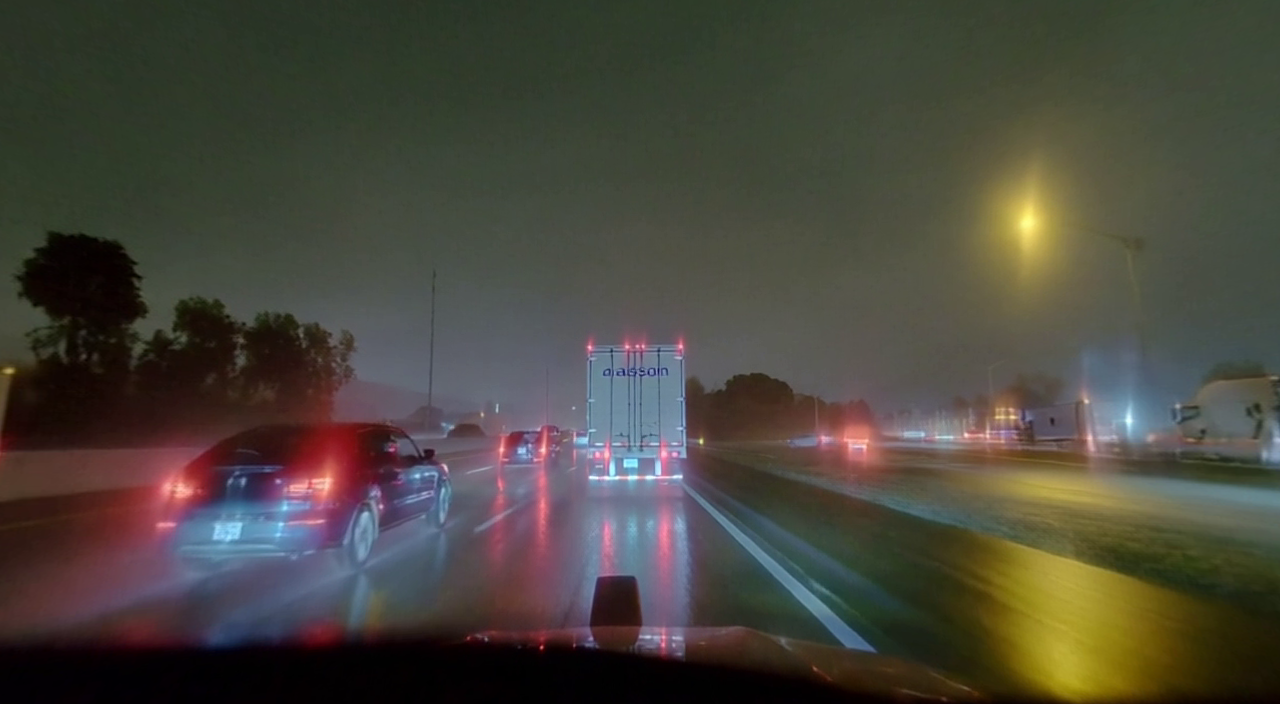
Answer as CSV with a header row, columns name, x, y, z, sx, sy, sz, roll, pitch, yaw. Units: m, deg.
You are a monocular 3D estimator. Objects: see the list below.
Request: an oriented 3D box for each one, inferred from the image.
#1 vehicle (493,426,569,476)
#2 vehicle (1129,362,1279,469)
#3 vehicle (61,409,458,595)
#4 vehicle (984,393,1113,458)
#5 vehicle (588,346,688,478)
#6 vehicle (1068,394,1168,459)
name,x,y,z,sx,sy,sz,roll,pitch,yaw
vehicle,-3.710,3.440,22.127,1.946,1.599,4.073,0,-8,0
vehicle,19.389,2.141,20.276,2.443,3.006,5.844,0,-8,0
vehicle,-3.771,1.527,7.405,1.964,1.507,4.361,0,-8,0
vehicle,18.950,3.484,29.613,2.432,2.753,5.388,0,-8,1
vehicle,-0.115,2.616,25.609,3.171,4.204,11.036,0,-8,-1
vehicle,19.584,3.081,25.909,1.658,2.523,2.851,0,-8,-1
